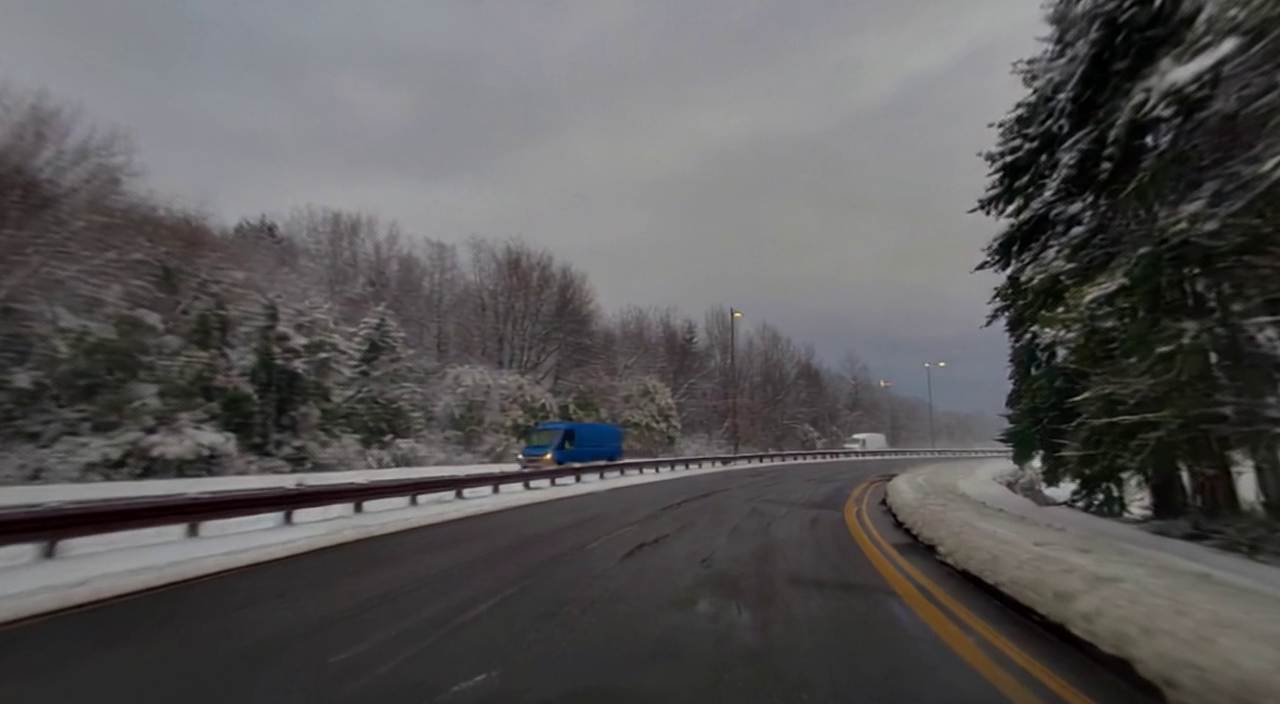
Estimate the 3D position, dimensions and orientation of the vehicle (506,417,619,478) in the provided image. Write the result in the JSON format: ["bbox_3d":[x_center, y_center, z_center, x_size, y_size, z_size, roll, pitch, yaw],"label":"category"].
[{"bbox_3d":[-3.733,4.897,32.240,2.447,2.725,6.755,-4,-9,26],"label":"vehicle"}]
